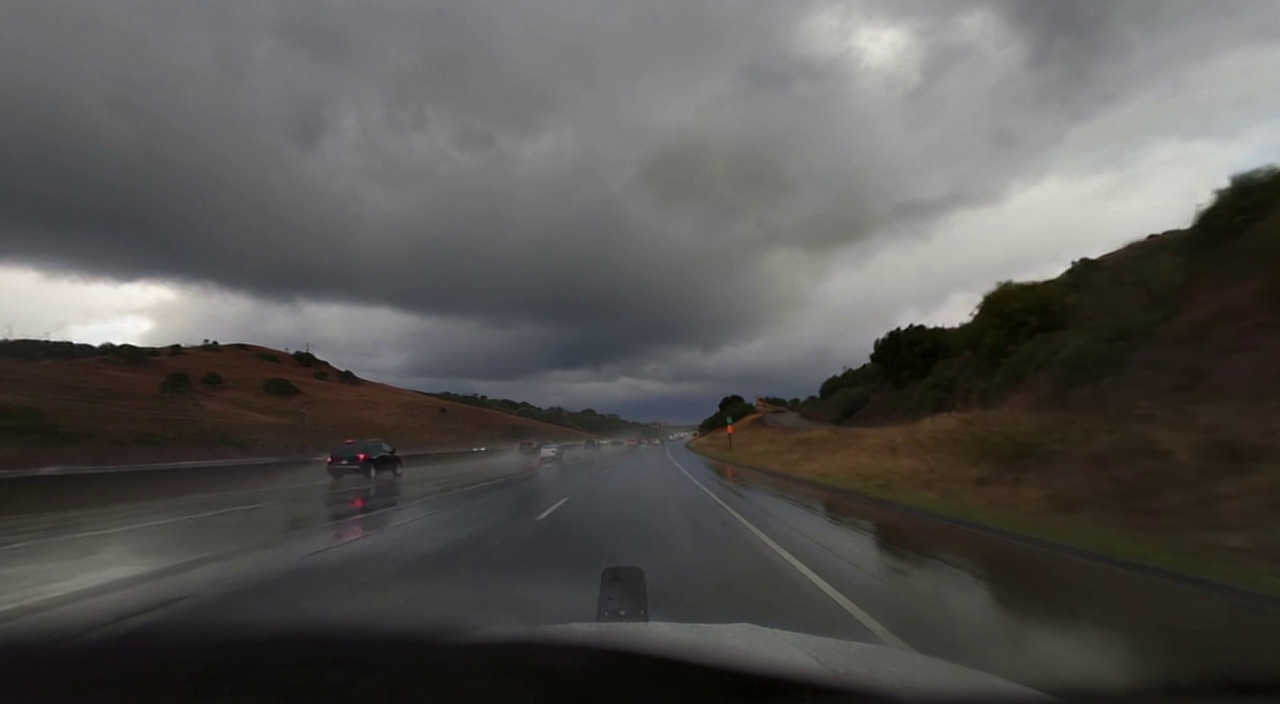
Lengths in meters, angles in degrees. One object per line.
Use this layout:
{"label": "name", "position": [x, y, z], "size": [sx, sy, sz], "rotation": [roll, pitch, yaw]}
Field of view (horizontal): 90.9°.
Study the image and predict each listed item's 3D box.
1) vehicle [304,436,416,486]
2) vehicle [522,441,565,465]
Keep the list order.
{"label": "vehicle", "position": [-10.487, 4.094, 24.044], "size": [2.122, 1.695, 4.437], "rotation": [0, -9, 2]}
{"label": "vehicle", "position": [-6.449, 6.837, 42.809], "size": [2.107, 1.484, 4.449], "rotation": [0, -9, 2]}
